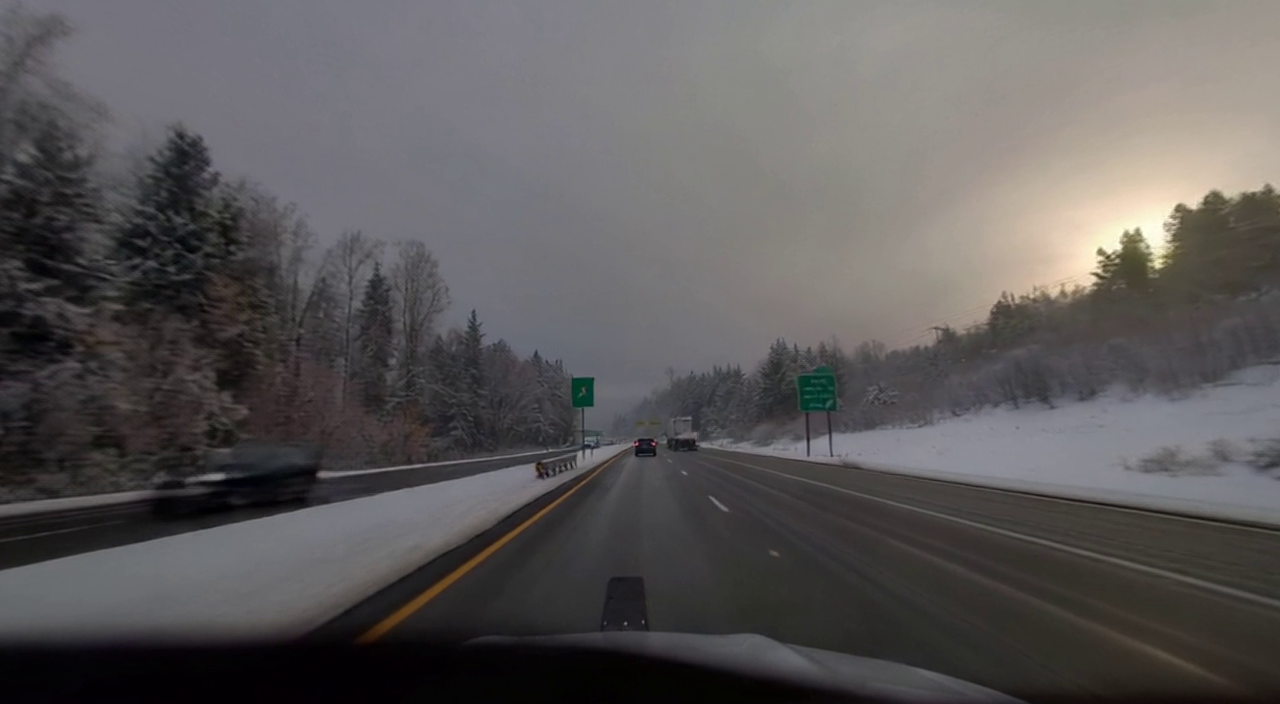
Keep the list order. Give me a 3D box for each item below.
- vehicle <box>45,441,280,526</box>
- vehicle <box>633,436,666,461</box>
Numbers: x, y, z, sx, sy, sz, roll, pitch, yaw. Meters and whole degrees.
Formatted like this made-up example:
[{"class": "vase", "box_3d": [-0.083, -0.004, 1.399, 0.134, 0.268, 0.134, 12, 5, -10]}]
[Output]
[{"class": "vehicle", "box_3d": [-9.779, 2.658, 13.382, 1.887, 1.520, 3.936, 0, -8, 0]}, {"class": "vehicle", "box_3d": [0.600, 5.948, 38.853, 1.924, 1.498, 3.817, 0, -8, 2]}]
